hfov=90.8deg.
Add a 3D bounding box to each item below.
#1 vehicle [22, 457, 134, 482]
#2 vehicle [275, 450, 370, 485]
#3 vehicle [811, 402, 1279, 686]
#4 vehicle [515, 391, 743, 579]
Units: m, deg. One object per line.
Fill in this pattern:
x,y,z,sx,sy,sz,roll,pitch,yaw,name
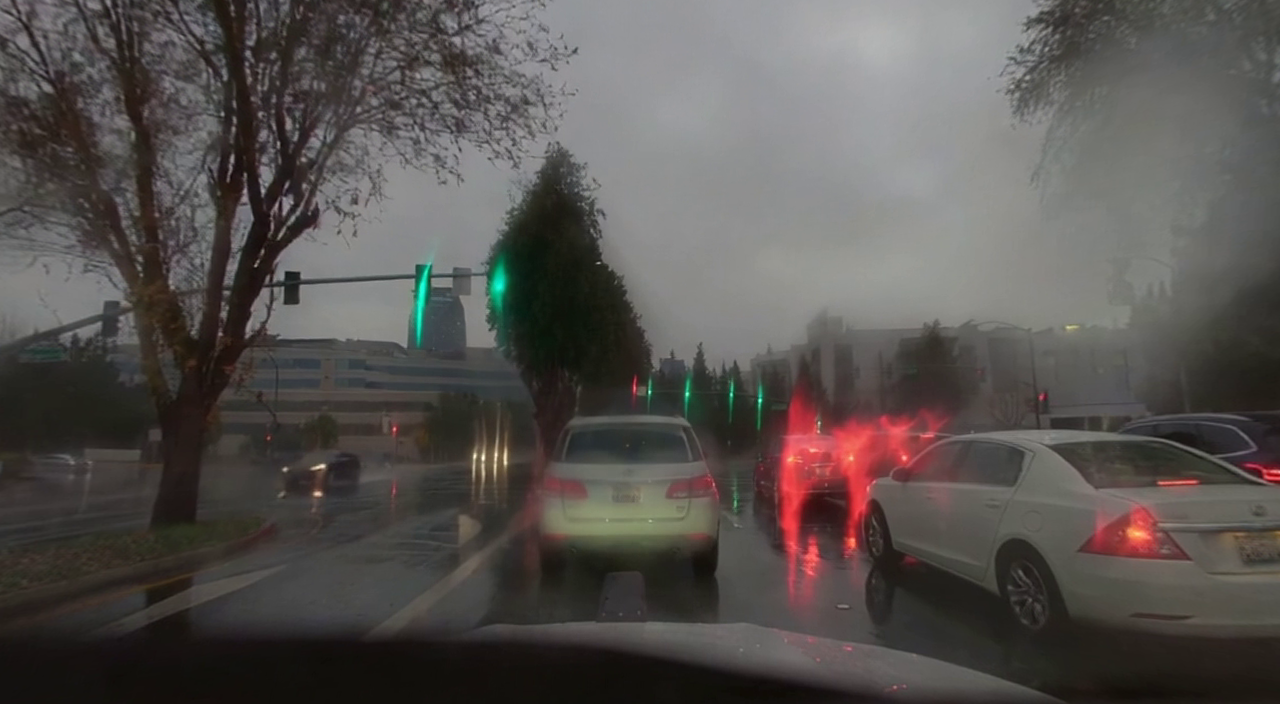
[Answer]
-35.106,7.351,39.590,4.845,1.442,1.880,2,-9,-13,vehicle
-14.623,5.320,29.424,2.035,1.454,4.513,0,-9,0,vehicle
3.359,1.421,5.966,2.034,1.558,4.774,0,-9,-1,vehicle
-0.209,1.628,8.466,2.236,1.827,4.316,0,-9,-3,vehicle
